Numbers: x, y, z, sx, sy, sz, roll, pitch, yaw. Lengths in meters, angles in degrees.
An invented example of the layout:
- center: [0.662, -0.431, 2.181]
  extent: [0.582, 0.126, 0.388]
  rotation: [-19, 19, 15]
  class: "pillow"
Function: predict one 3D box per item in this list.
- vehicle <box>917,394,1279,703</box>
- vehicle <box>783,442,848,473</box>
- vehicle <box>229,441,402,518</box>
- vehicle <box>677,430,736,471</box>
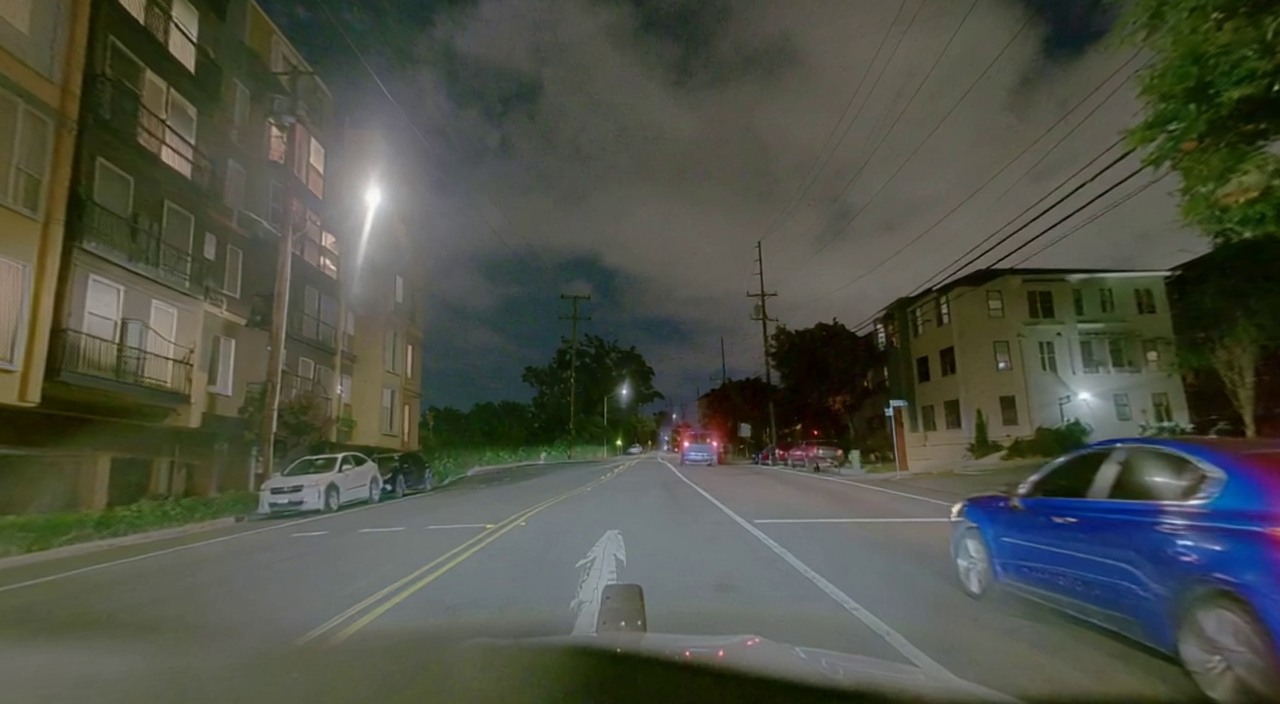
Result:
- center: [3.698, 1.128, 3.787]
  extent: [2.028, 1.552, 4.370]
  rotation: [0, -8, 0]
  class: "vehicle"
- center: [8.929, 5.380, 32.341]
  extent: [1.935, 1.478, 4.711]
  rotation: [0, -8, -1]
  class: "vehicle"
- center: [-8.728, 3.421, 17.525]
  extent: [2.381, 1.825, 4.652]
  rotation: [0, -8, -1]
  class: "vehicle"
- center: [3.031, 4.633, 29.663]
  extent: [2.046, 1.784, 4.687]
  rotation: [0, -8, -3]
  class: "vehicle"
